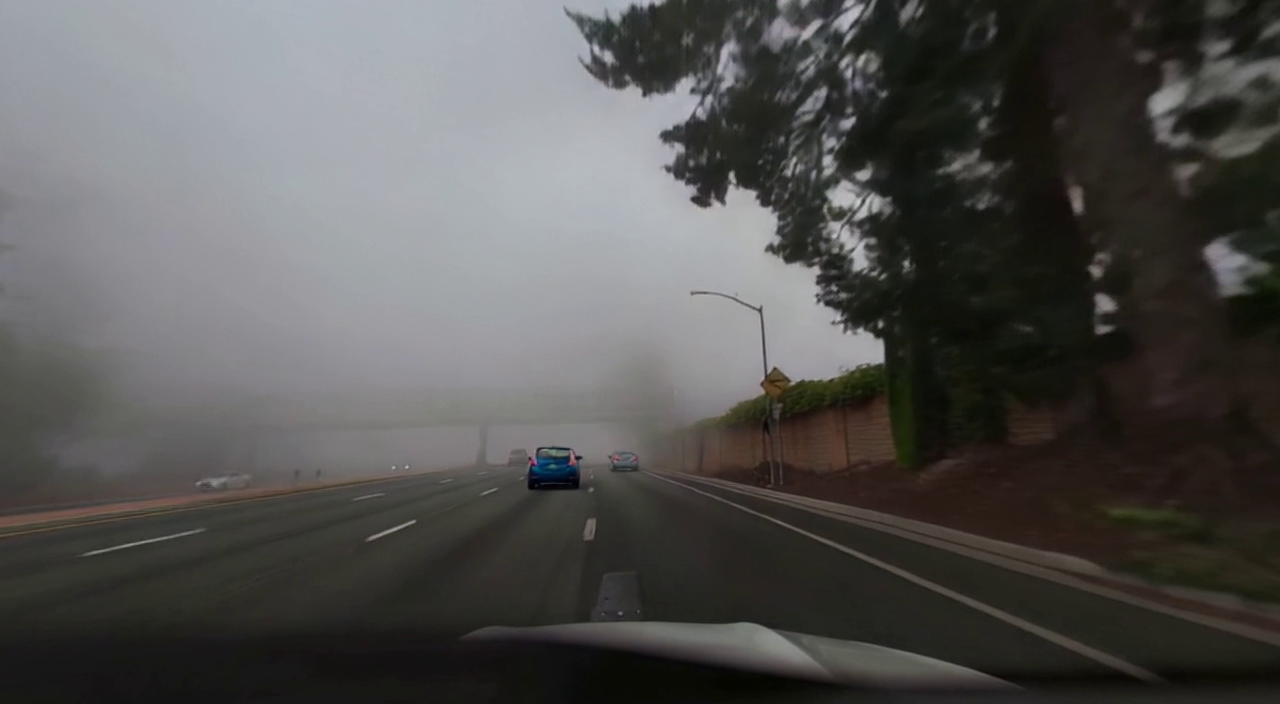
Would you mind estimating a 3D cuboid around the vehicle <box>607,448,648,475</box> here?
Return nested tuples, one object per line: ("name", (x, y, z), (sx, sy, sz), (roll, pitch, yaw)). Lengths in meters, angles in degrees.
("vehicle", (-0.823, 6.696, 38.832), (2.205, 1.509, 4.272), (1, -9, -5))

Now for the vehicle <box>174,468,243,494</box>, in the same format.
("vehicle", (-29.473, 8.821, 43.339), (1.769, 1.473, 4.539), (0, -9, -3))

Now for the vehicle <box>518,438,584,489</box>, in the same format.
("vehicle", (-3.373, 4.310, 24.782), (2.223, 1.771, 4.581), (1, -9, -4))
